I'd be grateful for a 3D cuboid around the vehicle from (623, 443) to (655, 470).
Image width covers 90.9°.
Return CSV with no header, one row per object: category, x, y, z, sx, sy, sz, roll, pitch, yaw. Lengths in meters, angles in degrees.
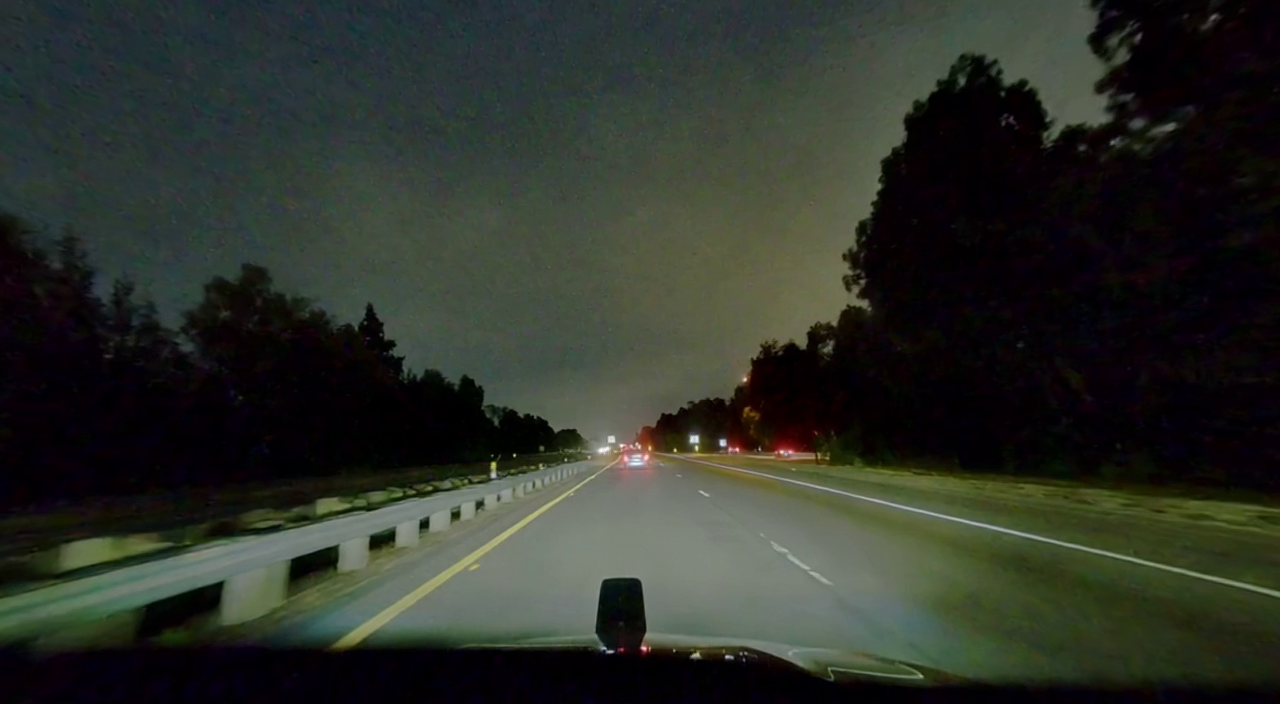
vehicle,-0.108,6.840,41.258,1.987,1.658,3.620,0,-9,-1
